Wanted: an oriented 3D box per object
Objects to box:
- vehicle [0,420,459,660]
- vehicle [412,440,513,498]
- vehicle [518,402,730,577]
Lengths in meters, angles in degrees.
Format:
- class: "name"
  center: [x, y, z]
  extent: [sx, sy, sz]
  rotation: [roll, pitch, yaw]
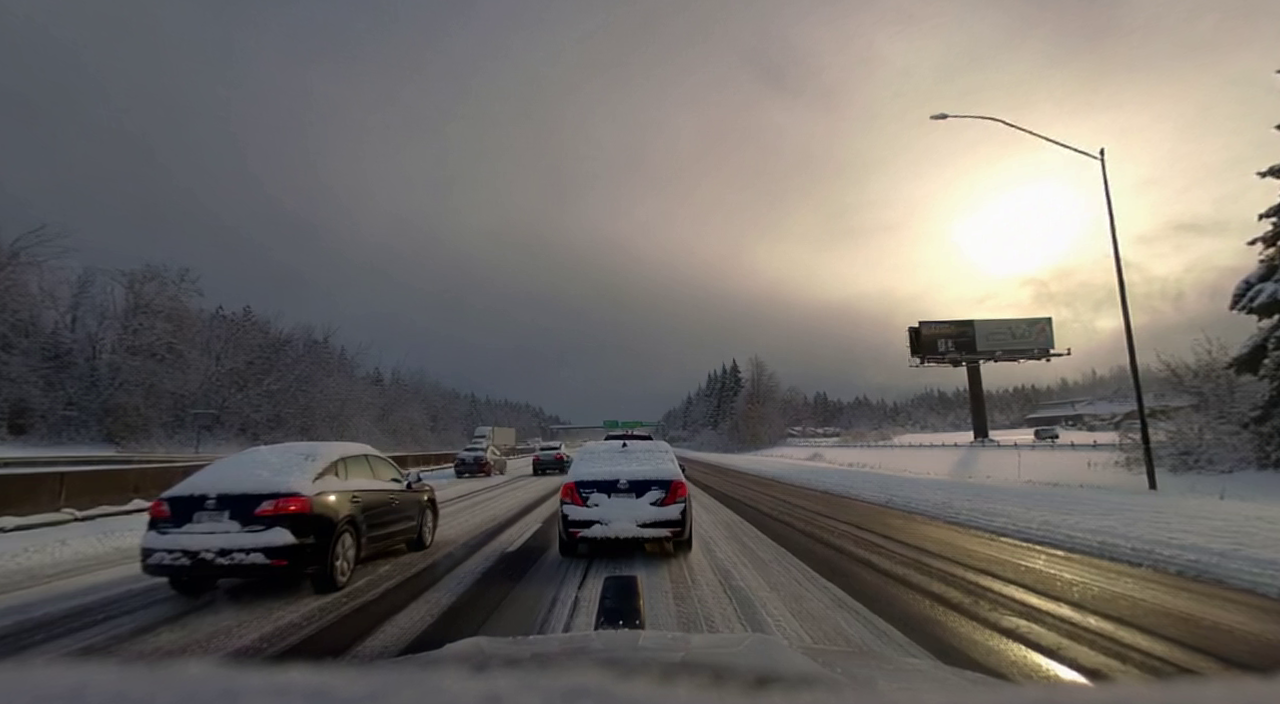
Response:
- class: "vehicle"
  center: [-3.473, 1.548, 6.355]
  extent: [1.889, 1.522, 4.465]
  rotation: [0, -9, 1]
- class: "vehicle"
  center: [-5.148, 3.439, 18.949]
  extent: [2.027, 1.491, 4.649]
  rotation: [1, -9, -5]
- class: "vehicle"
  center: [-0.206, 1.745, 8.826]
  extent: [2.127, 1.749, 4.776]
  rotation: [0, -9, -1]
